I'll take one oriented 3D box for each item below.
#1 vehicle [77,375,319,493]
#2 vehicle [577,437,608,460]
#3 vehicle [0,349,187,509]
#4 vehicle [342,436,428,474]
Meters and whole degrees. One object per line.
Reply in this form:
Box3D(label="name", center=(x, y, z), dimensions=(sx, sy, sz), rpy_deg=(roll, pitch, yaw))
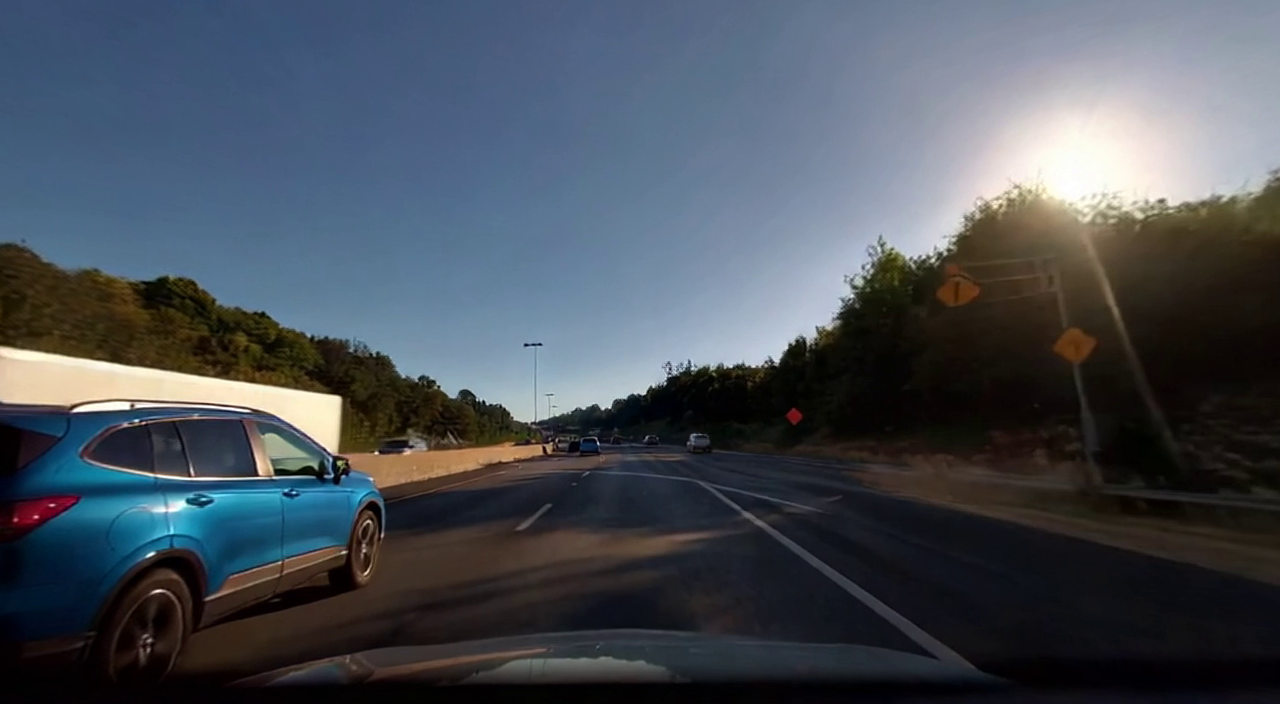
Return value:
Box3D(label="vehicle", center=(-16.530, 3.272, 24.746), dimensions=(2.910, 3.732, 8.947), rpy_deg=(-1, -8, 0))
Box3D(label="vehicle", center=(-3.560, 7.315, 47.887), dimensions=(2.125, 1.662, 4.336), rpy_deg=(0, -8, -1))
Box3D(label="vehicle", center=(-16.579, 1.872, 15.164), dimensions=(2.934, 3.737, 10.958), rpy_deg=(0, -8, 1))
Box3D(label="vehicle", center=(-12.514, 5.076, 31.211), dimensions=(2.197, 1.702, 4.842), rpy_deg=(0, -8, 0))
